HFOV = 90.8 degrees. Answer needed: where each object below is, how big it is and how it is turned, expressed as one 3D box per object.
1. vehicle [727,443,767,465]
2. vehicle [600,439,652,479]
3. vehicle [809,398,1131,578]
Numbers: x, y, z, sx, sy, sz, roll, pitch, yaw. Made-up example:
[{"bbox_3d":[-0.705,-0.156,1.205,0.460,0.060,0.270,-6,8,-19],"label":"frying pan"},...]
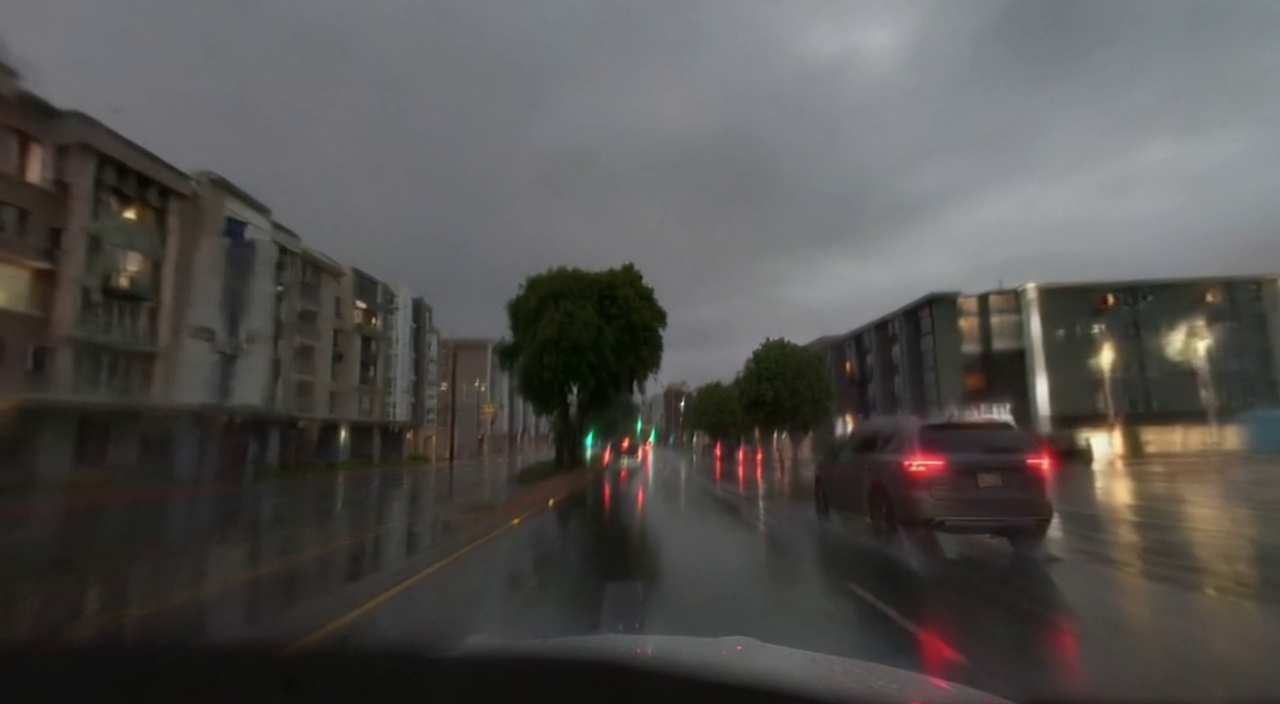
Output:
[{"bbox_3d":[7.733,7.437,46.056,1.962,1.484,4.644,0,-8,-1],"label":"vehicle"},{"bbox_3d":[-0.513,4.359,25.963,2.006,1.487,3.535,-1,-8,1],"label":"vehicle"},{"bbox_3d":[3.770,1.625,8.243,1.949,1.723,4.020,0,-8,-1],"label":"vehicle"}]
